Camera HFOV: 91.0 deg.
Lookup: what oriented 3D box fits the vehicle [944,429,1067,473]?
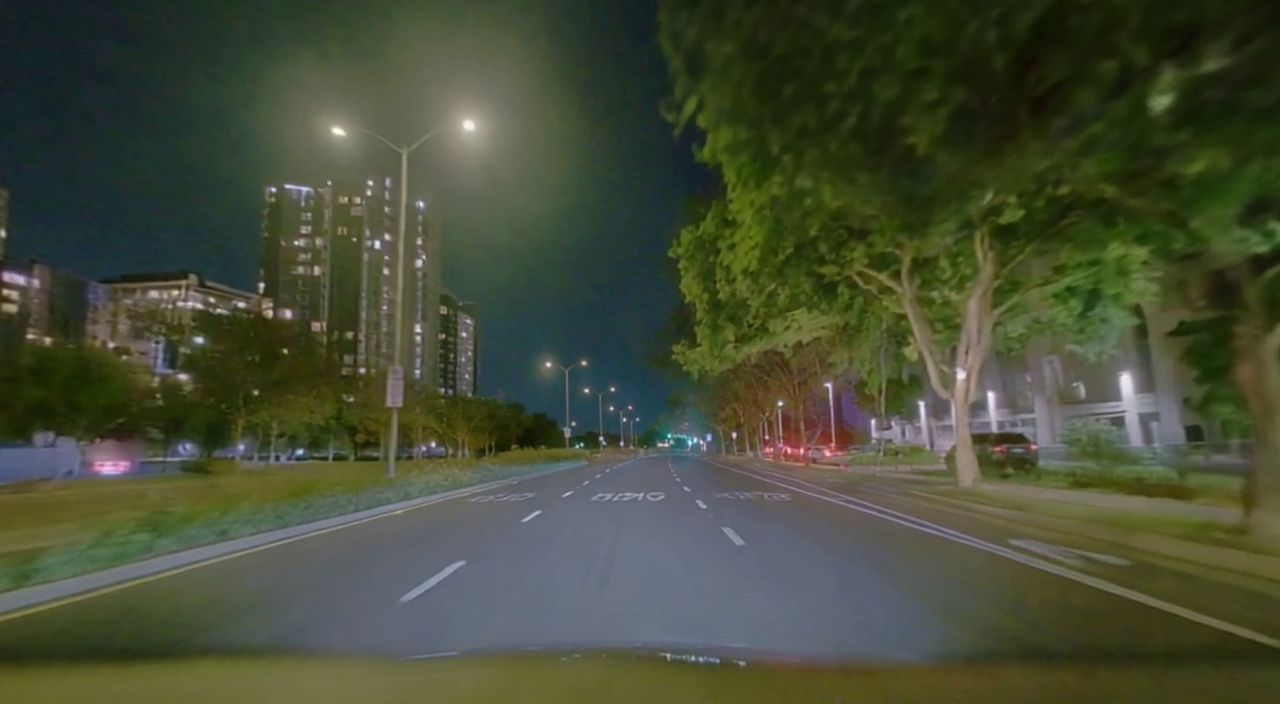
[{"bbox_3d":[13.628,3.735,23.875,1.879,1.507,4.836,0,-9,2],"label":"vehicle"}]
